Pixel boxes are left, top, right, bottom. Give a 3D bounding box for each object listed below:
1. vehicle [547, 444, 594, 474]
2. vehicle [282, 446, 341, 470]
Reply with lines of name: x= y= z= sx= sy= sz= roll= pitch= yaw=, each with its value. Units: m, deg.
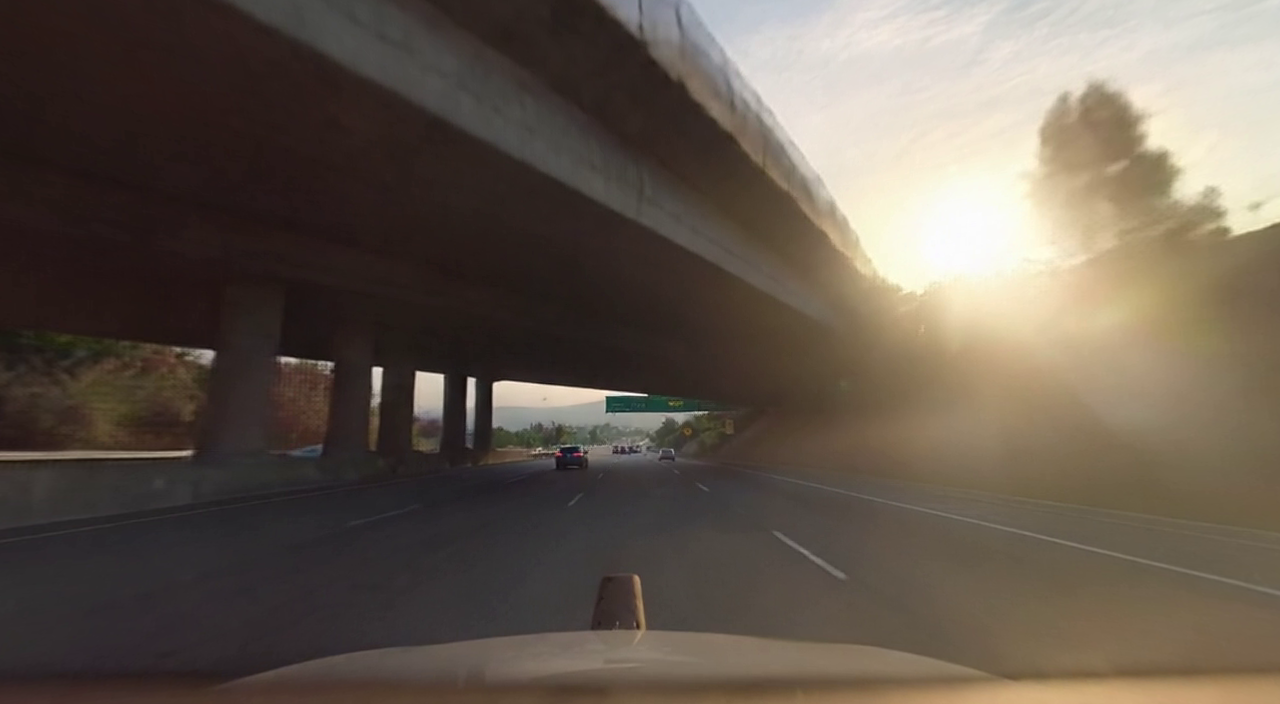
vehicle: x=-3.691 y=5.742 z=34.170 sx=2.037 sy=1.514 sz=4.335 roll=0 pitch=-8 yaw=0
vehicle: x=-22.906 y=7.380 z=44.230 sx=1.899 sy=1.536 sz=4.686 roll=0 pitch=-8 yaw=-4
